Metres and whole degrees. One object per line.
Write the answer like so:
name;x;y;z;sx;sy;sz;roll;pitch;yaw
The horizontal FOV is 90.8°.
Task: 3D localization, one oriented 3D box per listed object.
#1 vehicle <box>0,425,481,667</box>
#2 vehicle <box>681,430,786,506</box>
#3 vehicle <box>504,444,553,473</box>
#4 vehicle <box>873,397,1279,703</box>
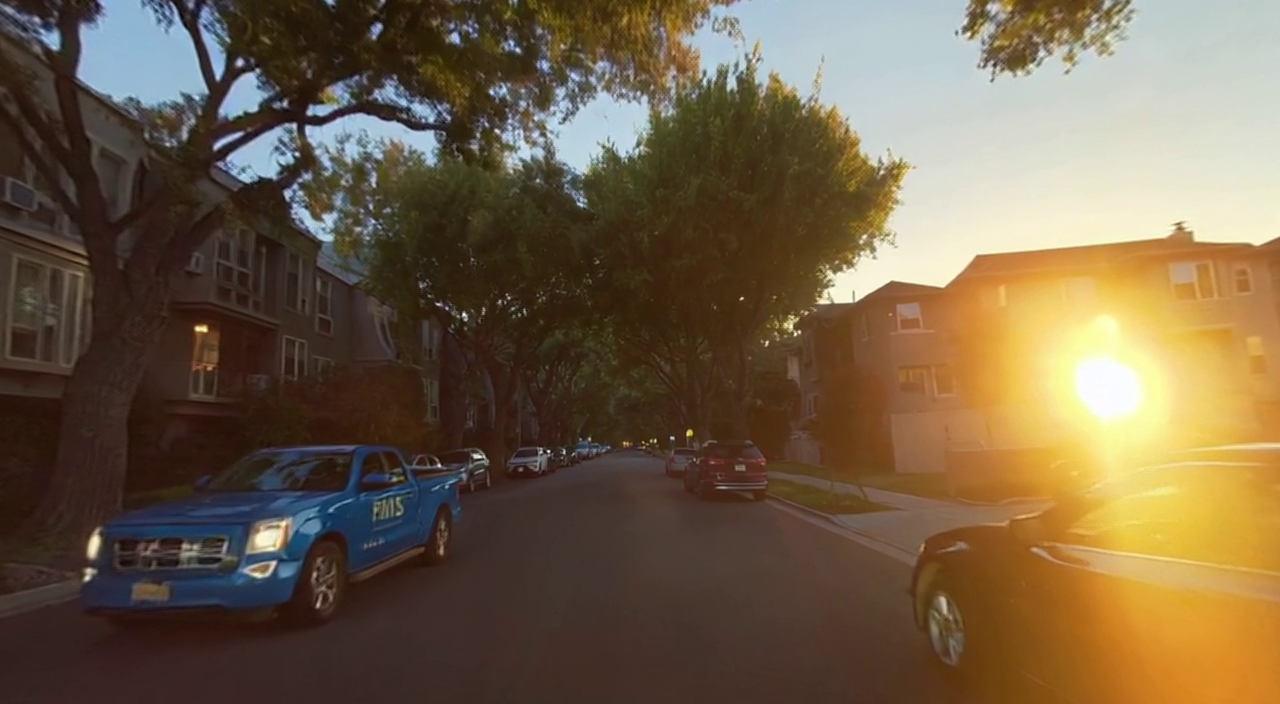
vehicle;-3.228;1.564;6.312;1.966;1.515;4.394;0;-8;2
vehicle;2.207;2.875;16.108;1.878;1.664;4.033;0;-8;-3
vehicle;-6.350;6.087;36.438;1.959;1.490;4.361;0;-7;1
vehicle;2.613;0.896;1.865;1.845;1.479;4.727;0;-8;-3
